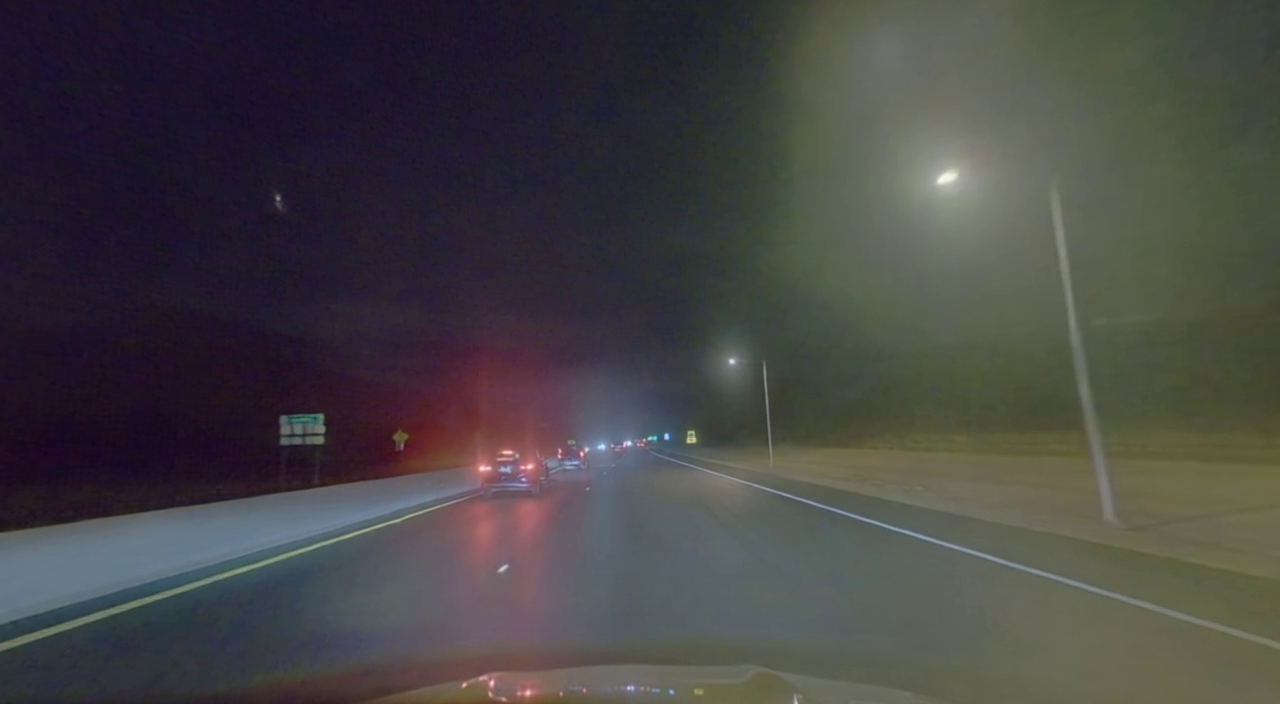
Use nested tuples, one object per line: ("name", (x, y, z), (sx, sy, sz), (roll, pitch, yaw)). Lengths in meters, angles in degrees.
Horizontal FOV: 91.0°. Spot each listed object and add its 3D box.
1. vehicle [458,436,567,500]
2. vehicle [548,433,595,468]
("vehicle", (-3.377, 3.185, 17.682), (2.044, 1.527, 4.607), (0, -9, 0))
("vehicle", (-3.894, 5.712, 36.498), (2.177, 1.852, 4.427), (0, -9, 1))
